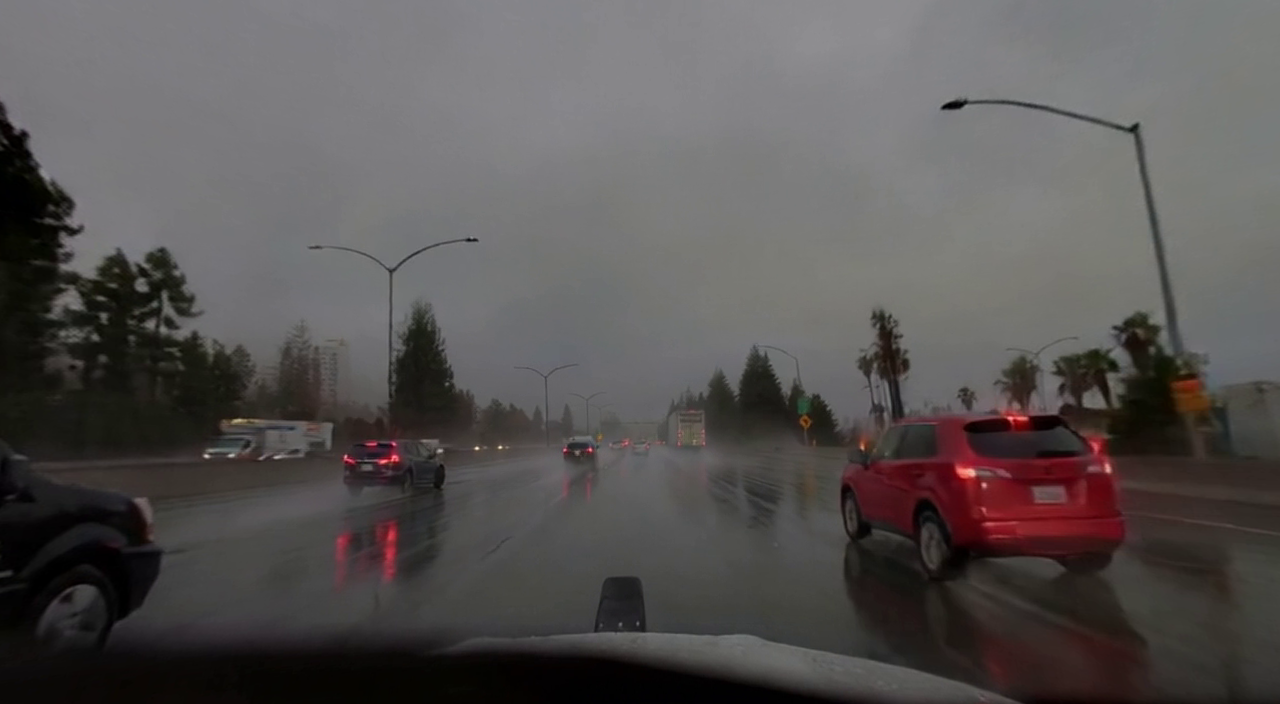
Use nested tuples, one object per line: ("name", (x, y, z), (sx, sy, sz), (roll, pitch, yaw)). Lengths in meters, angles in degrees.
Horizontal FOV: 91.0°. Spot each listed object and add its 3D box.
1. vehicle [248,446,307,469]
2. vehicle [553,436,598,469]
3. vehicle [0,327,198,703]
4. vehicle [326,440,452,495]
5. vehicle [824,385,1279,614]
("vehicle", (-24.539, 7.126, 42.770), (1.701, 1.502, 3.768), (0, -9, 1))
("vehicle", (-3.509, 5.569, 35.089), (2.017, 1.683, 4.094), (0, -9, 0))
("vehicle", (-4.095, 0.600, 1.468), (2.215, 1.859, 5.375), (0, -9, 0))
("vehicle", (-7.534, 3.496, 19.480), (2.050, 1.487, 4.372), (0, -9, 1))
("vehicle", (3.779, 1.411, 6.921), (2.124, 1.674, 4.494), (0, -9, 0))
